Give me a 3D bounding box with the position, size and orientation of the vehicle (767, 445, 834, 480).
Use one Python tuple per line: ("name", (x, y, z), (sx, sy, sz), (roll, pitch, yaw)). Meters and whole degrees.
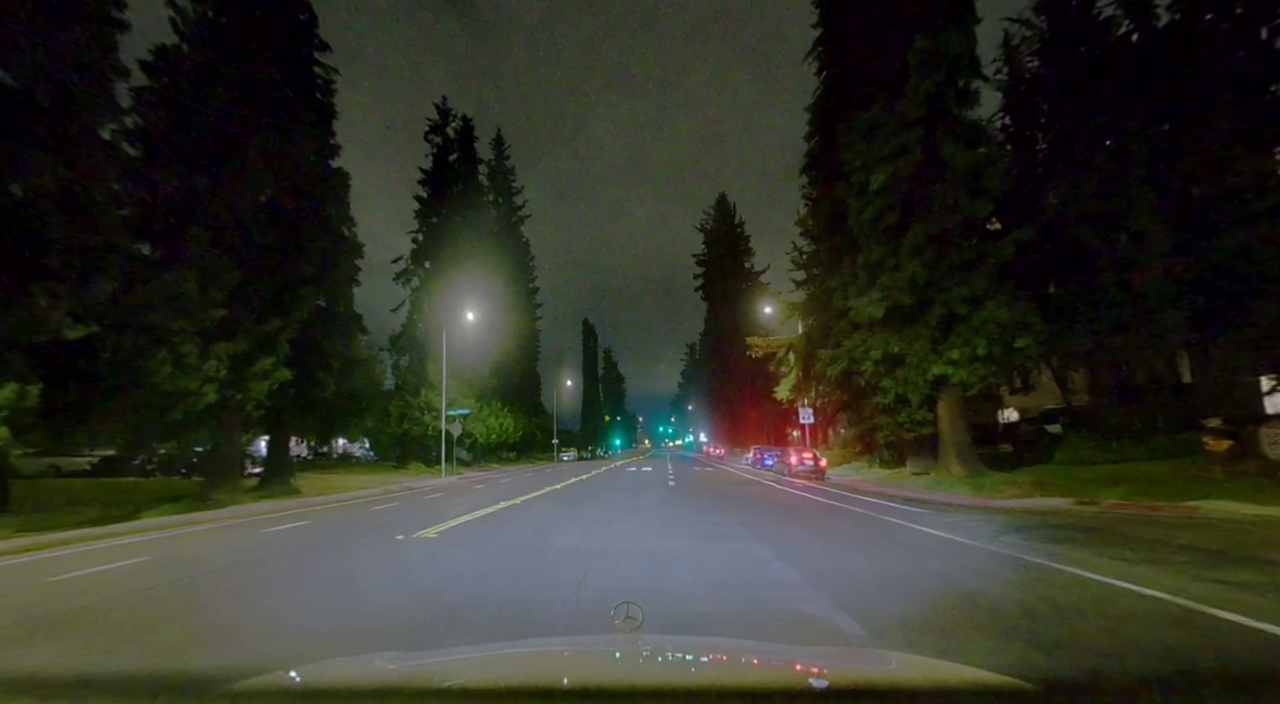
("vehicle", (7.256, 5.022, 29.067), (1.940, 1.481, 4.650), (0, -9, 1))
